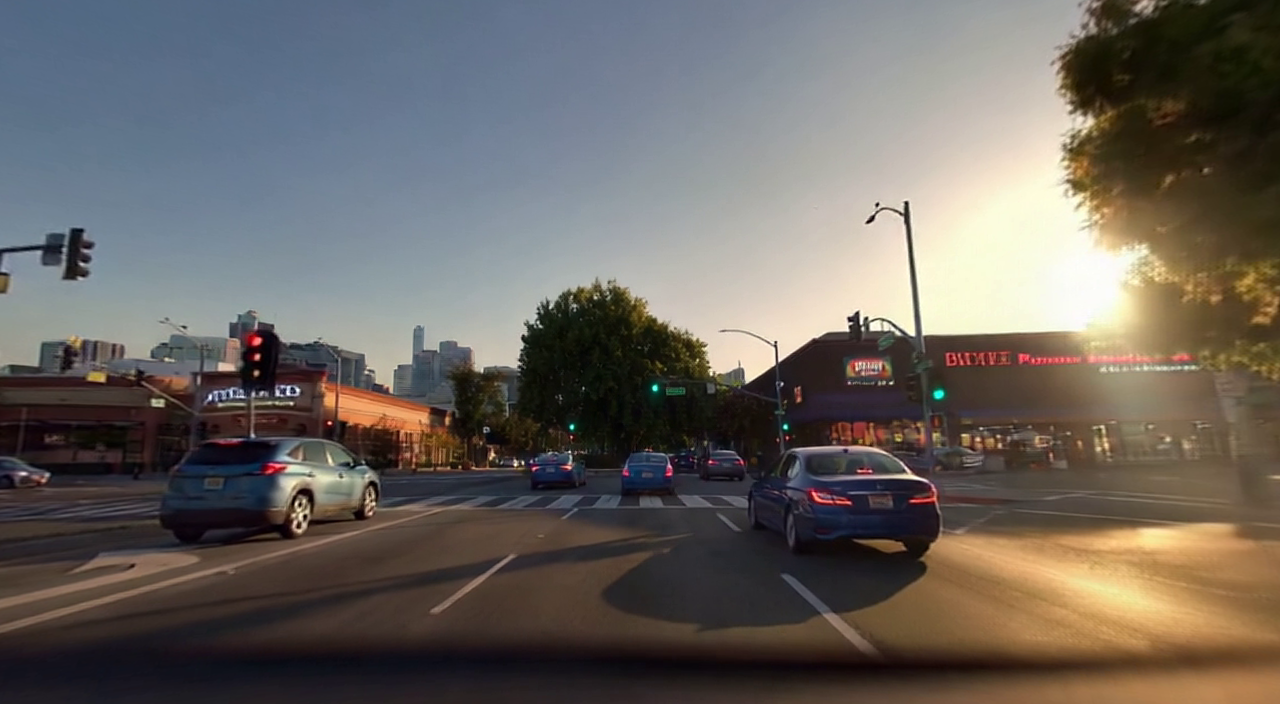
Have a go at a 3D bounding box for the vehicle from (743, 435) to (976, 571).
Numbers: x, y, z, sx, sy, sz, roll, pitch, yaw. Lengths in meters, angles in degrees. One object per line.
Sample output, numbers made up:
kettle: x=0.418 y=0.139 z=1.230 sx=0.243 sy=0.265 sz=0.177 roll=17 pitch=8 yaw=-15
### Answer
vehicle: x=2.819 y=2.016 z=9.244 sx=1.946 sy=1.513 sz=4.133 roll=0 pitch=-8 yaw=1

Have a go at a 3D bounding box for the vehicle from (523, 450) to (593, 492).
vehicle: x=-3.180 y=4.723 z=25.365 sx=2.040 sy=1.471 sz=4.211 roll=-1 pitch=-9 yaw=3

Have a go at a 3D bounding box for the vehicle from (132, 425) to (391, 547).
vehicle: x=-6.594 y=2.353 z=11.762 sx=2.058 sy=1.804 sz=4.391 roll=0 pitch=-9 yaw=0

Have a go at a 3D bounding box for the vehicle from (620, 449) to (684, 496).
vehicle: x=0.418 y=4.262 z=22.683 sx=2.070 sy=1.460 sz=4.118 roll=0 pitch=-8 yaw=1

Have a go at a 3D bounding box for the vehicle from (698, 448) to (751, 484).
vehicle: x=3.883 y=5.304 z=29.735 sx=1.931 sy=1.552 sz=4.125 roll=0 pitch=-9 yaw=0
